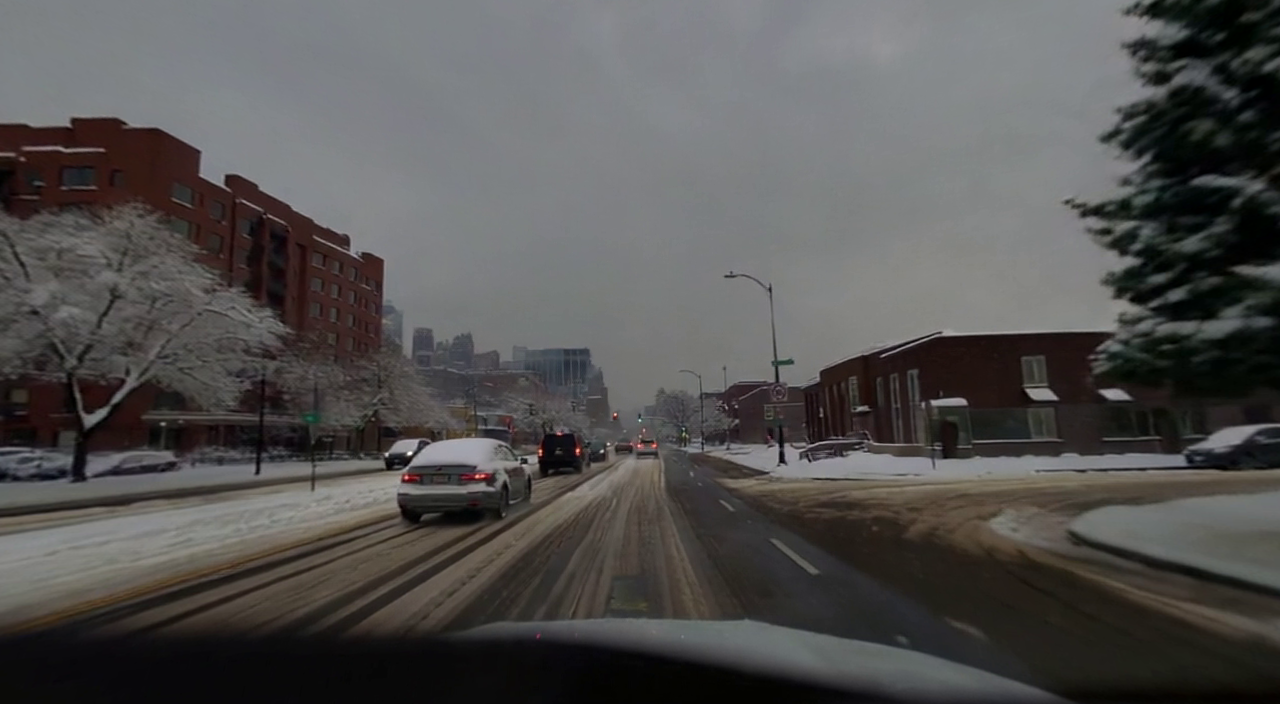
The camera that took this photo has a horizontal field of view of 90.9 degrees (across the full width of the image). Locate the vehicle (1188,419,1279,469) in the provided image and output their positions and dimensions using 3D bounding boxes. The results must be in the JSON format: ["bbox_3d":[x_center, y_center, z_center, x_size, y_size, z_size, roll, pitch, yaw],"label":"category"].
[{"bbox_3d":[22.506,3.299,22.550,3.857,1.679,2.044,0,-9,-1],"label":"vehicle"}]

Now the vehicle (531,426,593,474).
[{"bbox_3d":[-3.438,4.421,28.611,2.152,1.987,4.527,0,-9,1],"label":"vehicle"}]

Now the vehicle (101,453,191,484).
[{"bbox_3d":[-28.669,6.744,36.768,1.859,1.614,4.102,0,-9,1],"label":"vehicle"}]

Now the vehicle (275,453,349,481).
[{"bbox_3d":[-19.641,6.893,38.013,1.878,1.472,4.736,0,-9,1],"label":"vehicle"}]

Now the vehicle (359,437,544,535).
[{"bbox_3d":[-3.055,2.267,11.307,1.959,1.406,4.272,0,-9,1],"label":"vehicle"}]

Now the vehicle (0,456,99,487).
[{"bbox_3d":[-34.293,6.883,36.496,1.868,1.591,4.503,0,-9,0],"label":"vehicle"}]

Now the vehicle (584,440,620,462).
[{"bbox_3d":[-2.646,7.072,45.029,2.246,1.481,4.146,0,-9,2],"label":"vehicle"}]
